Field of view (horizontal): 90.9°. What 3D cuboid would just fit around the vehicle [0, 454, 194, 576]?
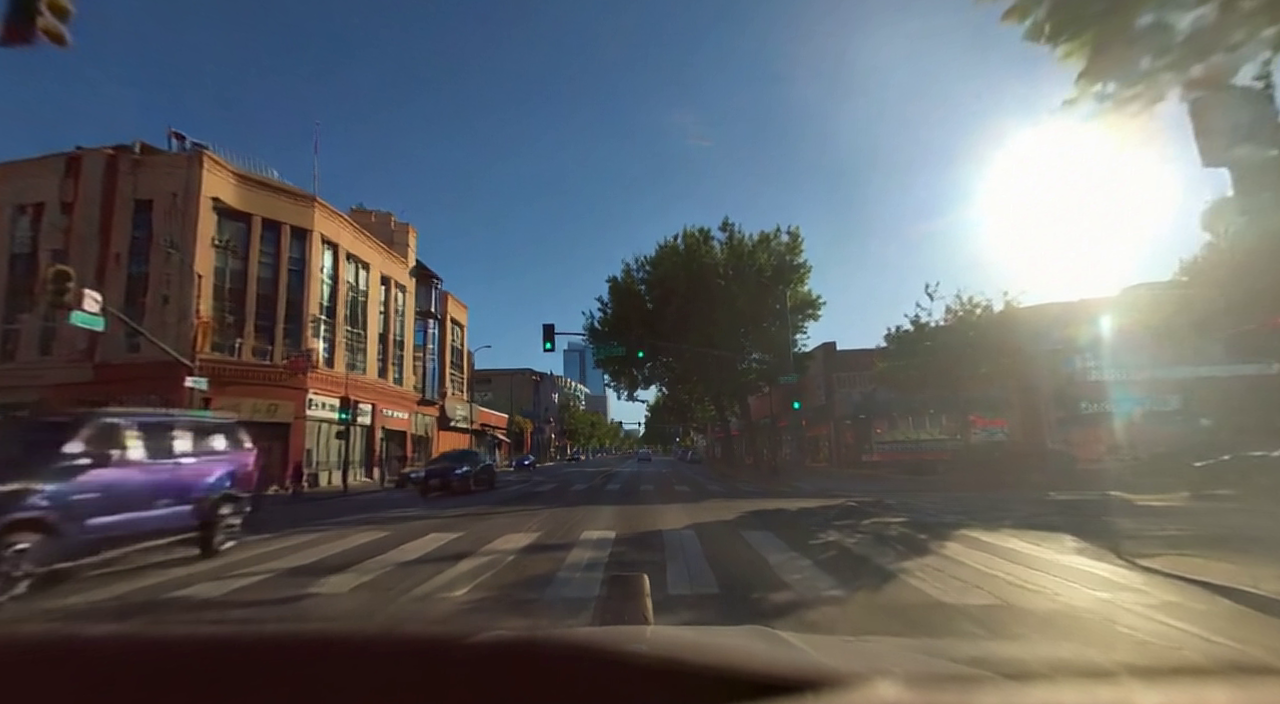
[{"bbox_3d":[-9.378,2.370,9.685,2.071,1.534,4.025,0,-8,0],"label":"vehicle"}]

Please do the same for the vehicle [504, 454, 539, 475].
[{"bbox_3d":[-9.190,8.708,49.033,1.913,1.457,4.048,0,-8,1],"label":"vehicle"}]

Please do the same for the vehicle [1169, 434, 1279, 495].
[{"bbox_3d":[16.933,2.903,16.446,4.525,1.471,1.889,0,-9,0],"label":"vehicle"}]

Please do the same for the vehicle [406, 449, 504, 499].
[{"bbox_3d":[-6.154,4.090,21.542,2.007,1.478,4.328,0,-8,1],"label":"vehicle"}]
